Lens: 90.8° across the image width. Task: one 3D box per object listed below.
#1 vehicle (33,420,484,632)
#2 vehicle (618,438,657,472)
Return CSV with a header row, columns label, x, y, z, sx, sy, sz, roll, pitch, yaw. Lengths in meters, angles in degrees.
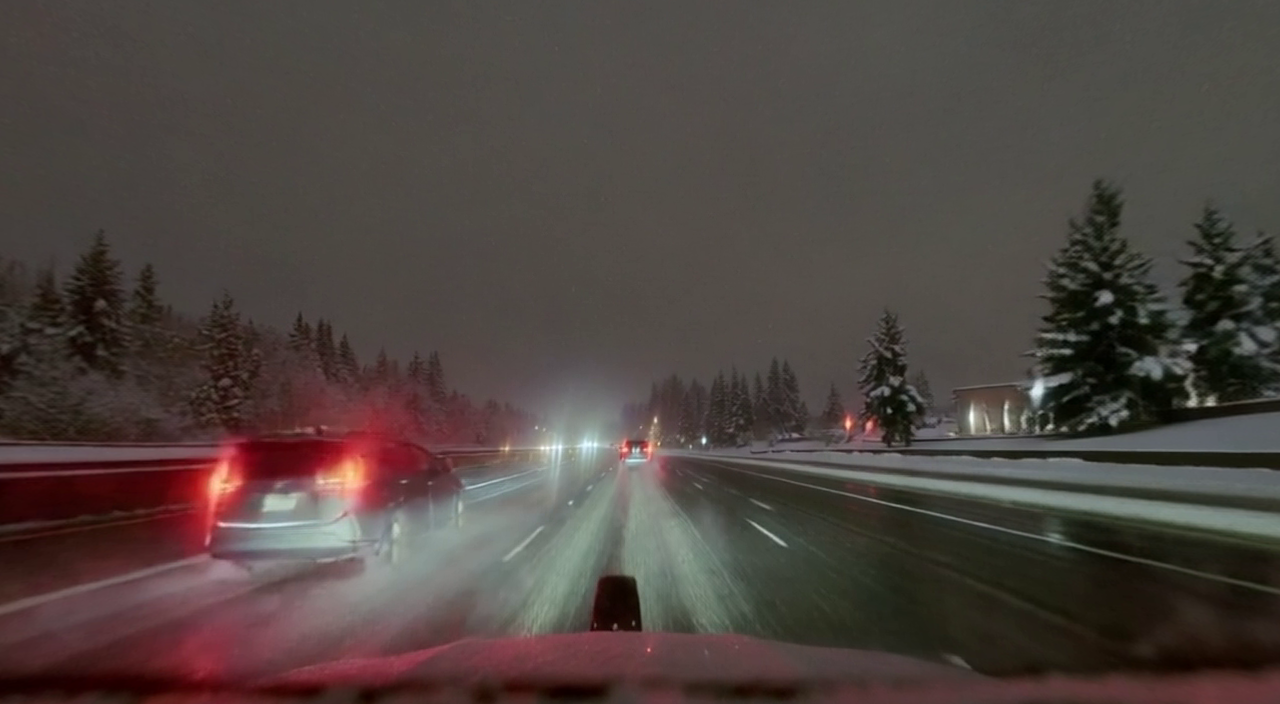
label,x,y,z,sx,sy,sz,roll,pitch,yaw
vehicle,-3.490,1.687,7.300,2.140,1.574,4.946,0,-9,0
vehicle,-0.178,6.271,38.741,2.269,1.924,4.596,0,-9,-1
